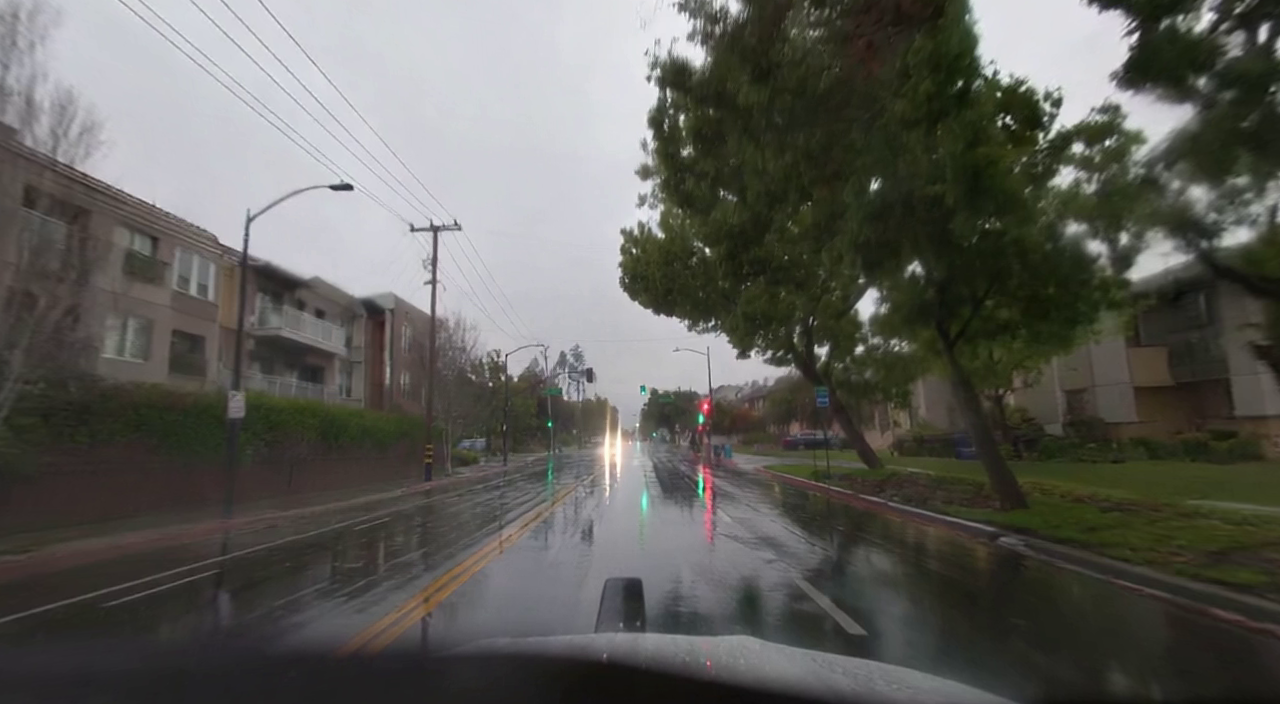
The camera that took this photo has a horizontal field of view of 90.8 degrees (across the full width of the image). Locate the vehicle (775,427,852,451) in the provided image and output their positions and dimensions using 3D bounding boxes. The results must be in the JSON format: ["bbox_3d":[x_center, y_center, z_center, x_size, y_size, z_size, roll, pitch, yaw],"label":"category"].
[{"bbox_3d":[12.704,6.411,46.427,4.908,1.521,2.108,-1,-8,-3],"label":"vehicle"}]
